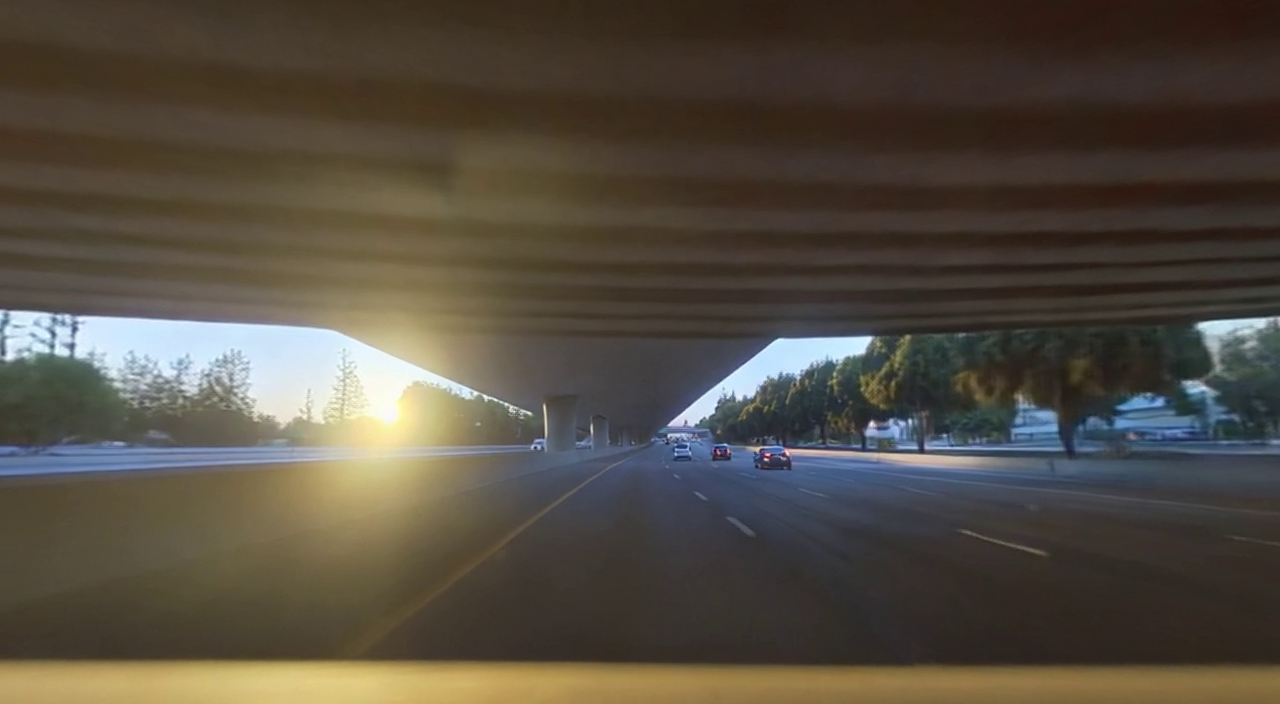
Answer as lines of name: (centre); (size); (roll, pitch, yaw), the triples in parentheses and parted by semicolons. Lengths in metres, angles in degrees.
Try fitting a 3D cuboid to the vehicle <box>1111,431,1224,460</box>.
vehicle: (29.275, 5.218, 35.324); (1.967, 1.491, 4.970); (0, -9, -1)
